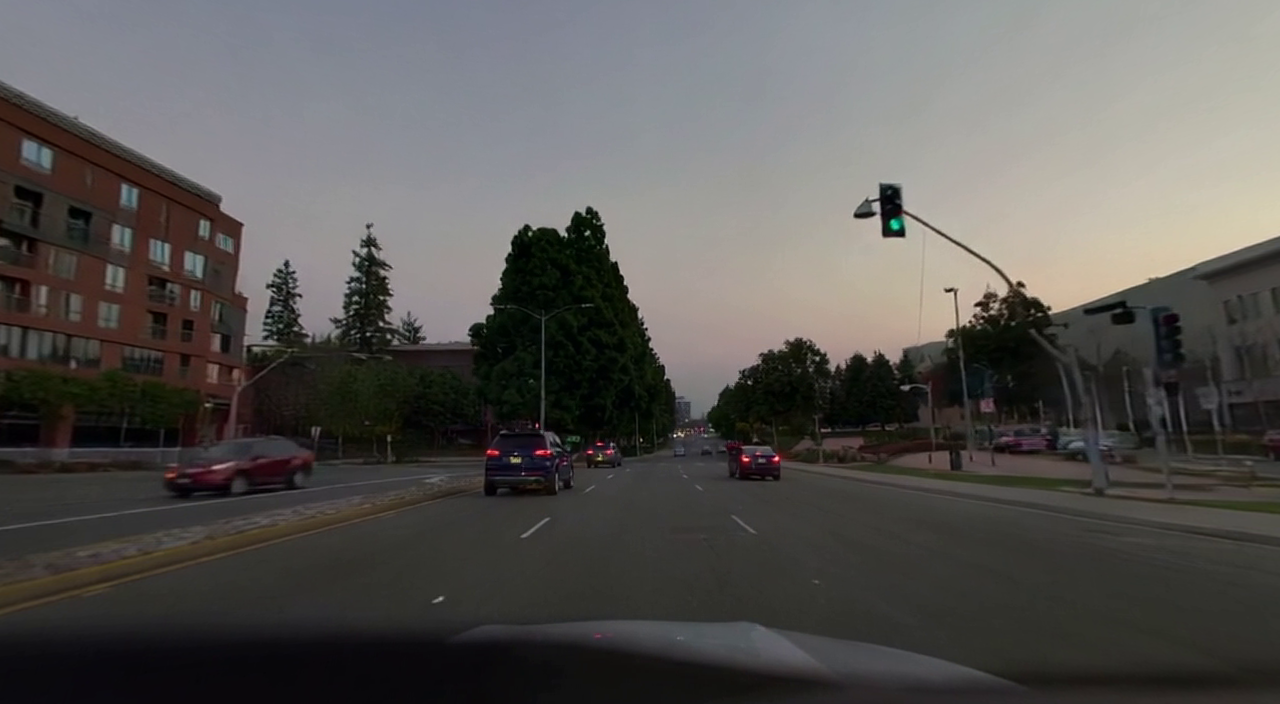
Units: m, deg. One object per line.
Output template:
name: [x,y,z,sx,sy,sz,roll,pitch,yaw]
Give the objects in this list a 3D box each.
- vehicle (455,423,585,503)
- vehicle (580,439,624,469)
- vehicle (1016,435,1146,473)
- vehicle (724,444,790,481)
vehicle: [-3.084,3.040,17.750,2.450,1.866,5.416,0,-9,1]
vehicle: [-2.457,6.783,42.174,2.305,1.833,4.912,-1,-9,4]
vehicle: [20.143,4.654,28.897,4.972,1.547,2.226,2,-10,-20]
vehicle: [4.992,4.786,27.608,1.960,1.471,4.378,0,-9,-1]
